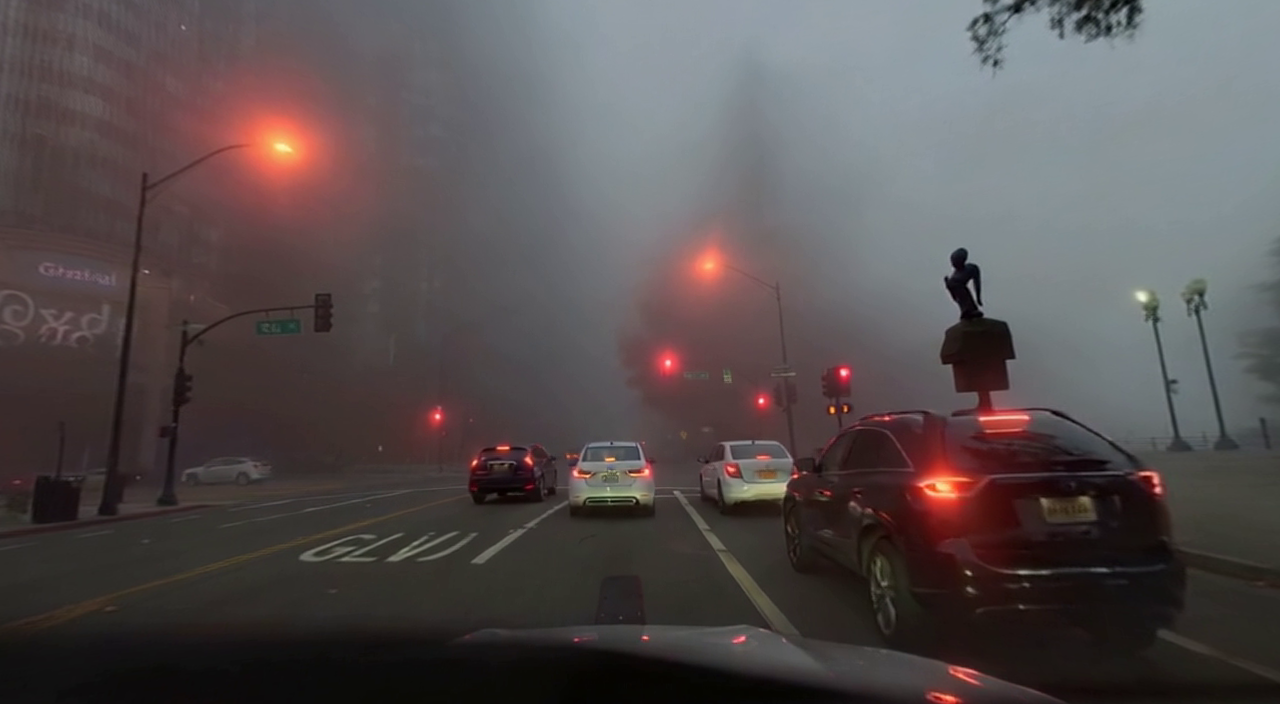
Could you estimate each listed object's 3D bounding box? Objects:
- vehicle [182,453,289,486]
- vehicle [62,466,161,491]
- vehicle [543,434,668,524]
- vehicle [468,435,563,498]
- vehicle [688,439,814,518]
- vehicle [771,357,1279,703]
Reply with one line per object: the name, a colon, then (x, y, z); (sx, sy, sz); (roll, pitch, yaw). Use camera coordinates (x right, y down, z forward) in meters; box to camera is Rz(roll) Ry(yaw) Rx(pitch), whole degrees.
vehicle: (-22.954, 6.647, 36.044); (4.612, 1.752, 1.953); (2, -9, -15)
vehicle: (-32.308, 7.722, 38.681); (4.392, 1.427, 1.764); (0, -9, -1)
vehicle: (-0.610, 2.443, 12.700); (2.096, 1.492, 4.071); (0, -9, -1)
vehicle: (-3.573, 3.388, 19.143); (2.045, 1.633, 4.864); (0, -9, -2)
vehicle: (2.243, 2.701, 14.047); (1.943, 1.449, 4.202); (0, -9, -1)
vehicle: (2.647, 1.234, 5.282); (2.096, 1.775, 4.440); (0, -9, -1)
